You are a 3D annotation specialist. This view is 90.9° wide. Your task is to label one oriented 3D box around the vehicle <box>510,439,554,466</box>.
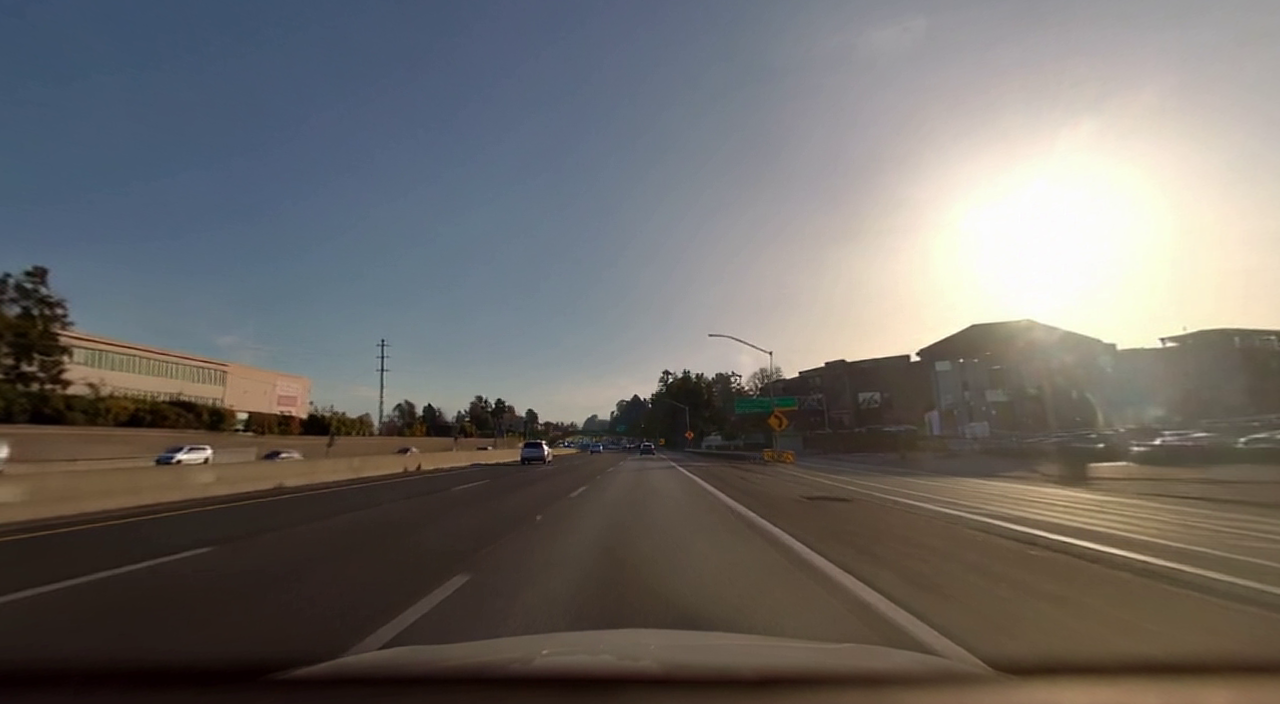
[{"bbox_3d":[-7.244,6.788,42.772,2.088,1.678,4.426,0,-8,1],"label":"vehicle"}]
